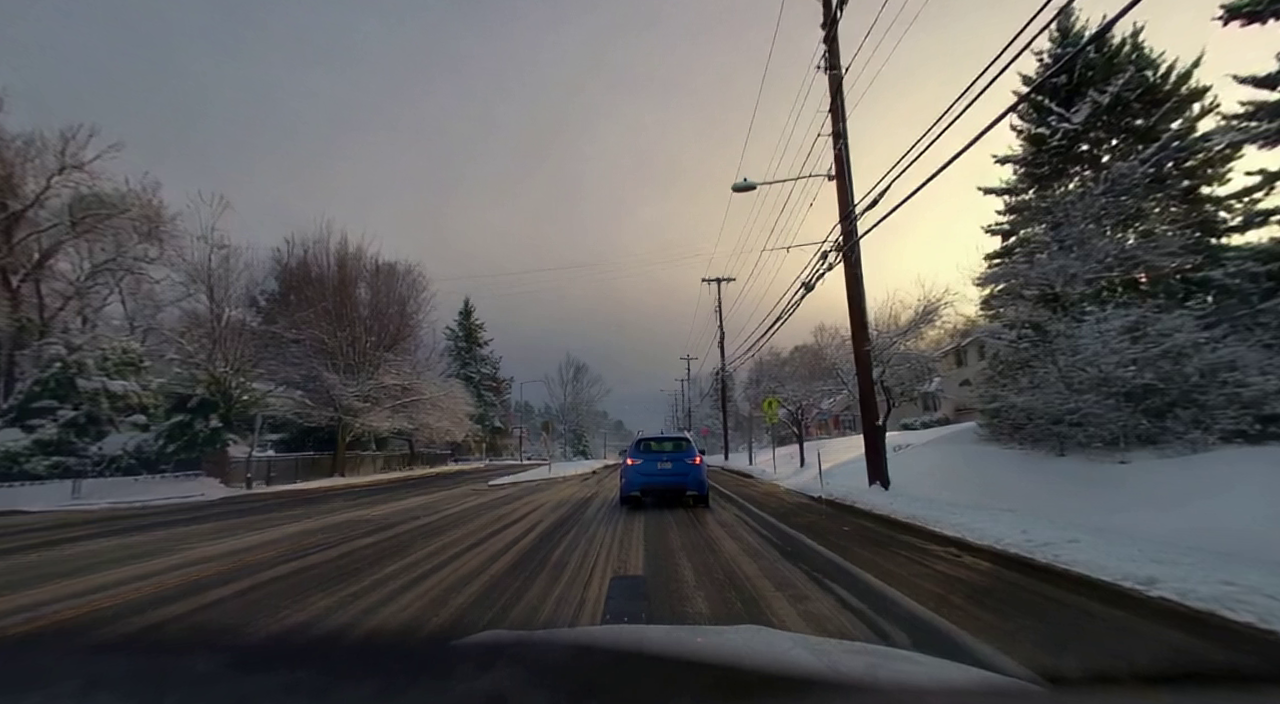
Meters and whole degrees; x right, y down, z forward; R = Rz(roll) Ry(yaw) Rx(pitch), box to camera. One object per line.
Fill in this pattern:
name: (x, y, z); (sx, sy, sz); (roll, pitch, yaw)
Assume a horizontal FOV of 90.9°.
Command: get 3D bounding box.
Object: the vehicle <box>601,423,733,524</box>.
vehicle: (0.449, 2.340, 12.620); (2.200, 1.653, 4.127); (0, -8, 0)
